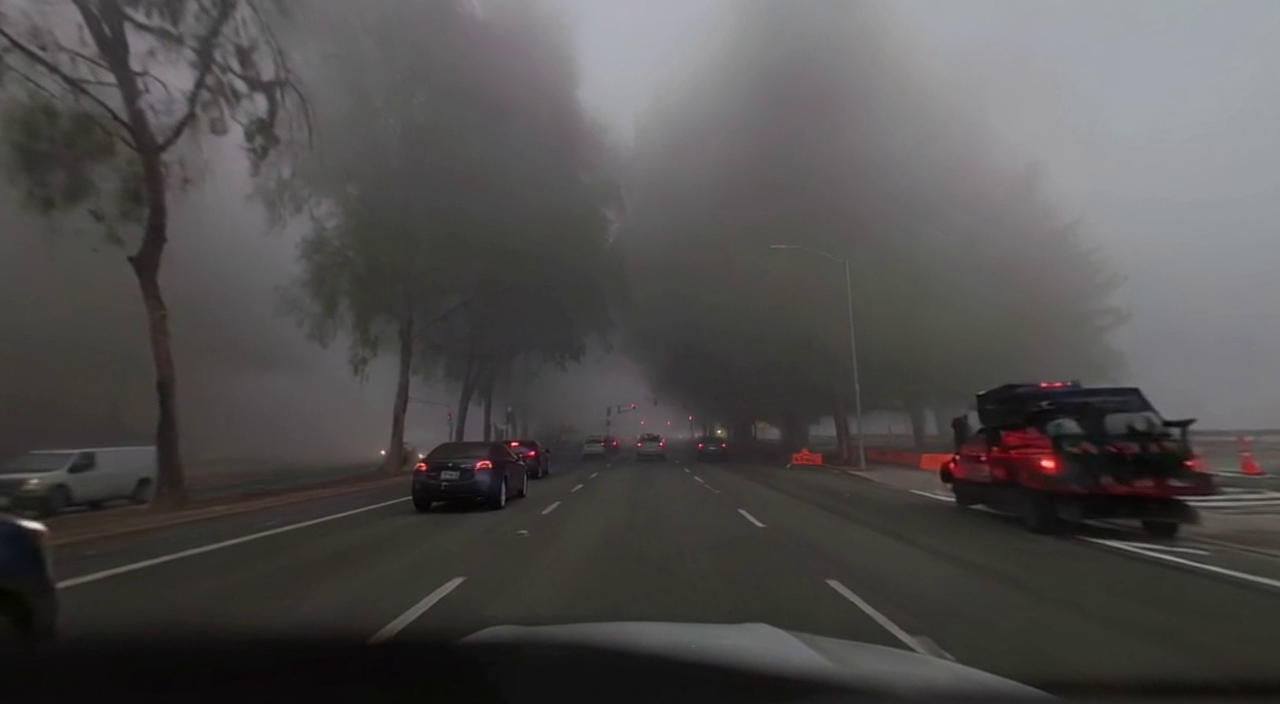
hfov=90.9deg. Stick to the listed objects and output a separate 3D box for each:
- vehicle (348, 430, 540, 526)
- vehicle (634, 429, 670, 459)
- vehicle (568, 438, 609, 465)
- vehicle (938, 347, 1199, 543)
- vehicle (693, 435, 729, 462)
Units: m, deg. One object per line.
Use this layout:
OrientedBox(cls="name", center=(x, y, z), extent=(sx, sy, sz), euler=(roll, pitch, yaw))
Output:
OrientedBox(cls="vehicle", center=(-3.456, 2.323, 12.263), extent=(2.107, 1.482, 4.674), euler=(0, -8, 2))
OrientedBox(cls="vehicle", center=(0.887, 6.765, 46.176), extent=(2.505, 2.084, 4.768), euler=(0, -8, 1))
OrientedBox(cls="vehicle", center=(-2.988, 5.912, 37.559), extent=(1.998, 1.481, 4.656), euler=(0, -8, 1))
OrientedBox(cls="vehicle", center=(6.619, 1.462, 10.211), extent=(1.910, 2.539, 2.846), euler=(-6, -7, 1))
OrientedBox(cls="vehicle", center=(4.502, 6.184, 40.432), extent=(1.984, 1.659, 4.226), euler=(0, -8, 2))
